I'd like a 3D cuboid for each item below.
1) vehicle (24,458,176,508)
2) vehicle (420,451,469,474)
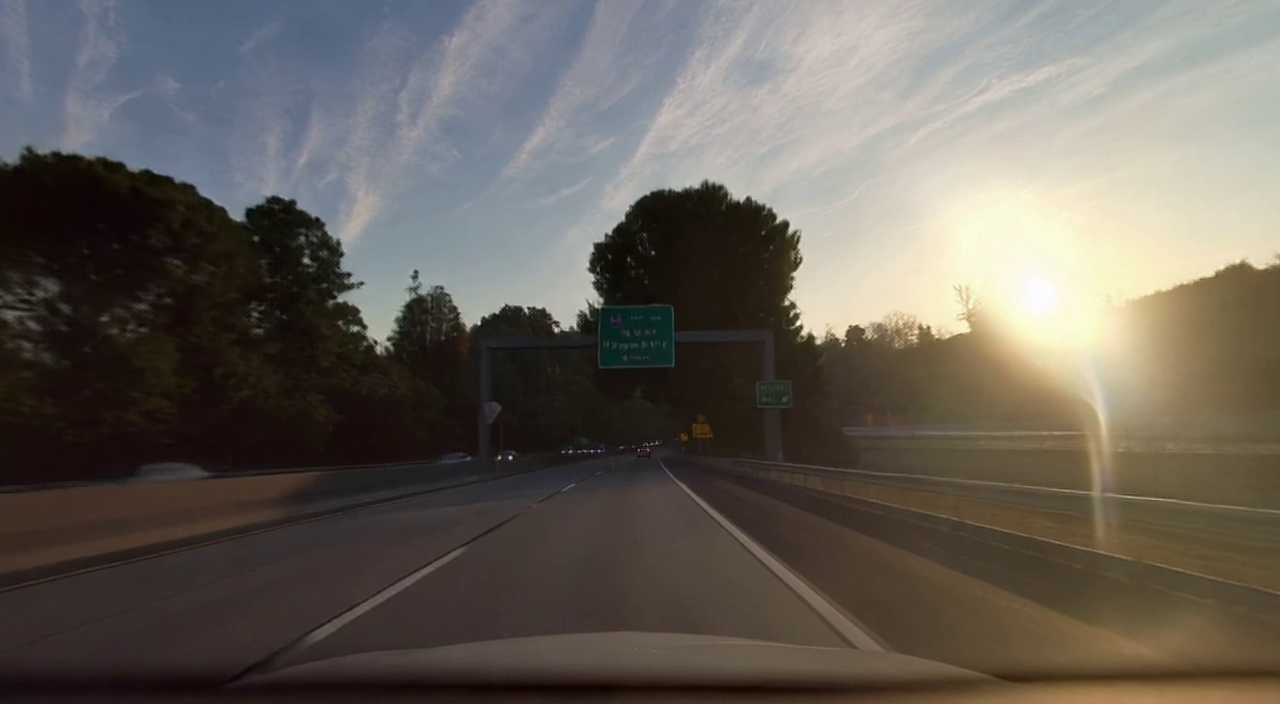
[{"bbox_3d":[-17.347,4.174,20.518,1.768,1.425,3.536,0,-9,0],"label":"vehicle"},{"bbox_3d":[-12.979,7.340,42.132,1.853,1.448,4.331,0,-9,0],"label":"vehicle"}]
